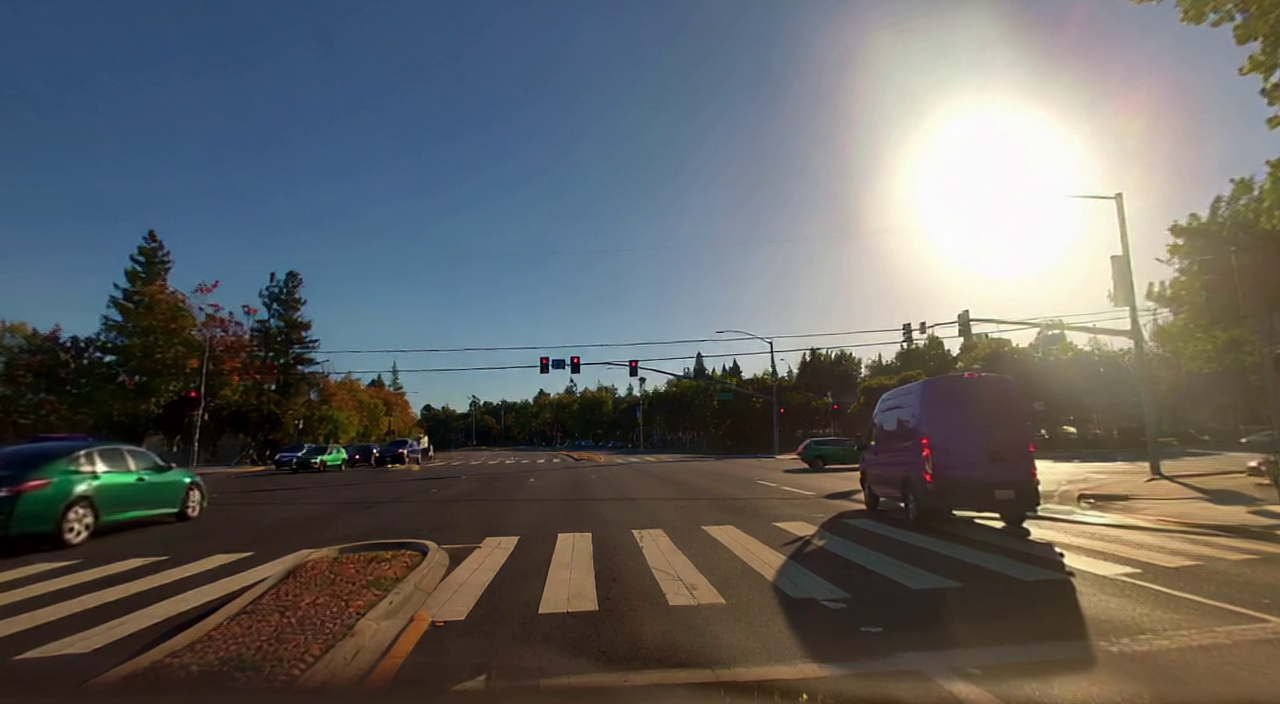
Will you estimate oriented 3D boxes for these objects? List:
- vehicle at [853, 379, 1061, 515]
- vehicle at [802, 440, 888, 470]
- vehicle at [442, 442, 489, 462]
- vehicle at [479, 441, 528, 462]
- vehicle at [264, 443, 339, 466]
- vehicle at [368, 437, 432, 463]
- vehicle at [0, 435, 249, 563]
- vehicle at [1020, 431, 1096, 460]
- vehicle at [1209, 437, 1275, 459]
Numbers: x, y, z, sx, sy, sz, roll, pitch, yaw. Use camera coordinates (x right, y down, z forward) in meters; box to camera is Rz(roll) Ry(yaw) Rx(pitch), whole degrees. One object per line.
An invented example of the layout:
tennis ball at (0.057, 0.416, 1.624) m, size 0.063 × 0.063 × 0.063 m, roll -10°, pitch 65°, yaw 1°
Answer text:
vehicle at (6.807, 2.157, 14.505) m, size 2.332 × 2.511 × 5.326 m, roll -1°, pitch -9°, yaw 5°
vehicle at (10.117, 5.137, 31.469) m, size 3.909 × 1.409 × 1.907 m, roll -2°, pitch -9°, yaw 14°
vehicle at (-13.172, 7.595, 47.863) m, size 1.845 × 1.426 × 4.289 m, roll -1°, pitch -9°, yaw 8°
vehicle at (-10.145, 7.463, 47.388) m, size 2.097 × 1.484 × 4.596 m, roll -1°, pitch -9°, yaw 8°
vehicle at (-21.832, 6.640, 40.990) m, size 1.859 × 1.415 × 4.591 m, roll -1°, pitch -9°, yaw 8°
vehicle at (-17.375, 7.151, 46.012) m, size 2.189 × 1.753 × 4.785 m, roll -1°, pitch -9°, yaw 8°
vehicle at (-7.802, 1.941, 9.314) m, size 1.824 × 1.414 × 4.597 m, roll 2°, pitch -8°, yaw -10°
vehicle at (28.140, 6.263, 42.504) m, size 4.662 × 1.840 × 2.055 m, roll 4°, pitch -9°, yaw -26°
vehicle at (41.770, 6.657, 43.810) m, size 4.413 × 1.485 × 1.860 m, roll 4°, pitch -10°, yaw -28°
